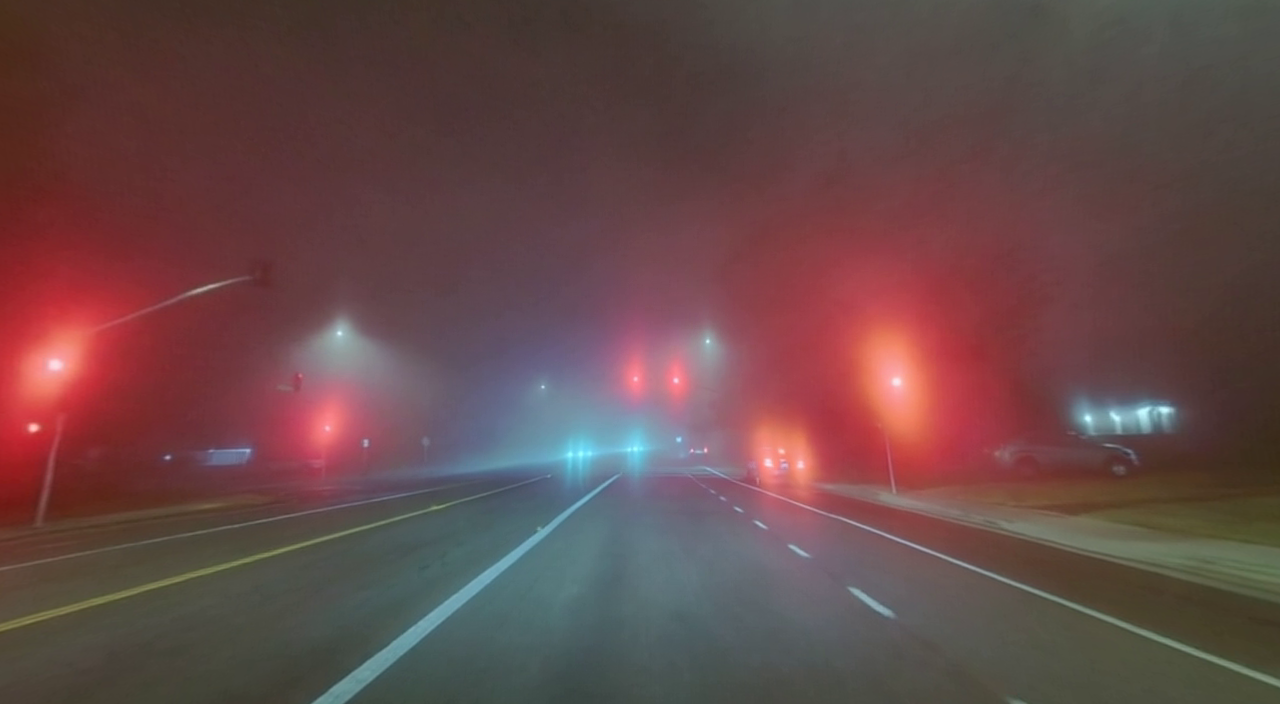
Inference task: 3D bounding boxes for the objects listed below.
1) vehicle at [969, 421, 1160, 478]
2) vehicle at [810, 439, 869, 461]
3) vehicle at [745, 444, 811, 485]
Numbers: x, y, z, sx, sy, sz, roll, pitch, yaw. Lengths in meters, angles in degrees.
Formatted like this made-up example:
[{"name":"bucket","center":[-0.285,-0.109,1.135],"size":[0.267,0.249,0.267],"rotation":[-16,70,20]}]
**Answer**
[{"name":"vehicle","center":[13.379,3.115,20.136],"size":[4.474,1.710,2.148],"rotation":[0,-9,1]},{"name":"vehicle","center":[14.918,7.346,47.239],"size":[3.769,1.598,1.987],"rotation":[0,-9,2]},{"name":"vehicle","center":[5.734,4.710,26.669],"size":[1.950,1.567,4.083],"rotation":[0,-9,1]}]
